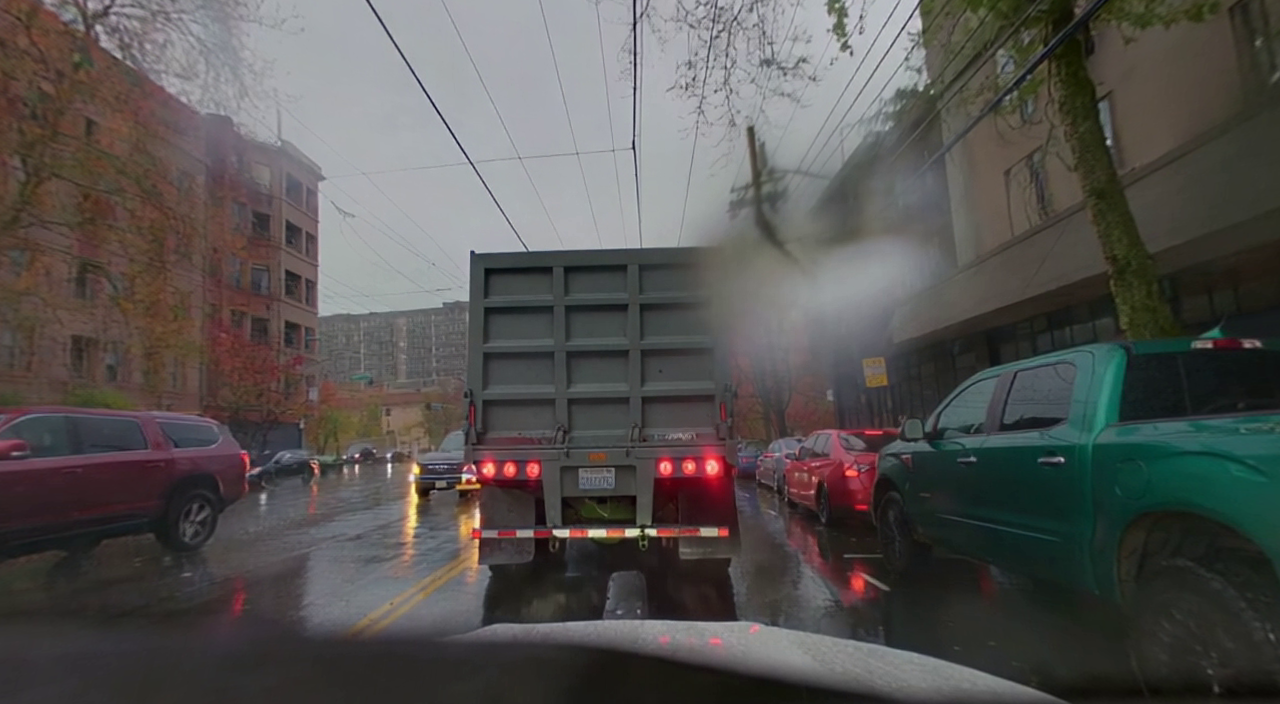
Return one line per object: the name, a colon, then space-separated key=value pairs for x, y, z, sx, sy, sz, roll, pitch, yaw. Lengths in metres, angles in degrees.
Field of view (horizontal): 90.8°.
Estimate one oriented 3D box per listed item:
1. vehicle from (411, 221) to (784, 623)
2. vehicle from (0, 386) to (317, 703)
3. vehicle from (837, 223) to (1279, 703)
vehicle: x=-0.229 y=1.099 z=9.170 sx=2.878 sy=3.204 sz=8.244 roll=0 pitch=-8 yaw=2
vehicle: x=-4.121 y=1.107 z=3.770 sx=1.988 sy=1.657 sz=4.492 roll=0 pitch=-8 yaw=0
vehicle: x=3.237 y=0.844 z=3.869 sx=2.242 sy=1.979 sz=5.722 roll=0 pitch=-8 yaw=0
